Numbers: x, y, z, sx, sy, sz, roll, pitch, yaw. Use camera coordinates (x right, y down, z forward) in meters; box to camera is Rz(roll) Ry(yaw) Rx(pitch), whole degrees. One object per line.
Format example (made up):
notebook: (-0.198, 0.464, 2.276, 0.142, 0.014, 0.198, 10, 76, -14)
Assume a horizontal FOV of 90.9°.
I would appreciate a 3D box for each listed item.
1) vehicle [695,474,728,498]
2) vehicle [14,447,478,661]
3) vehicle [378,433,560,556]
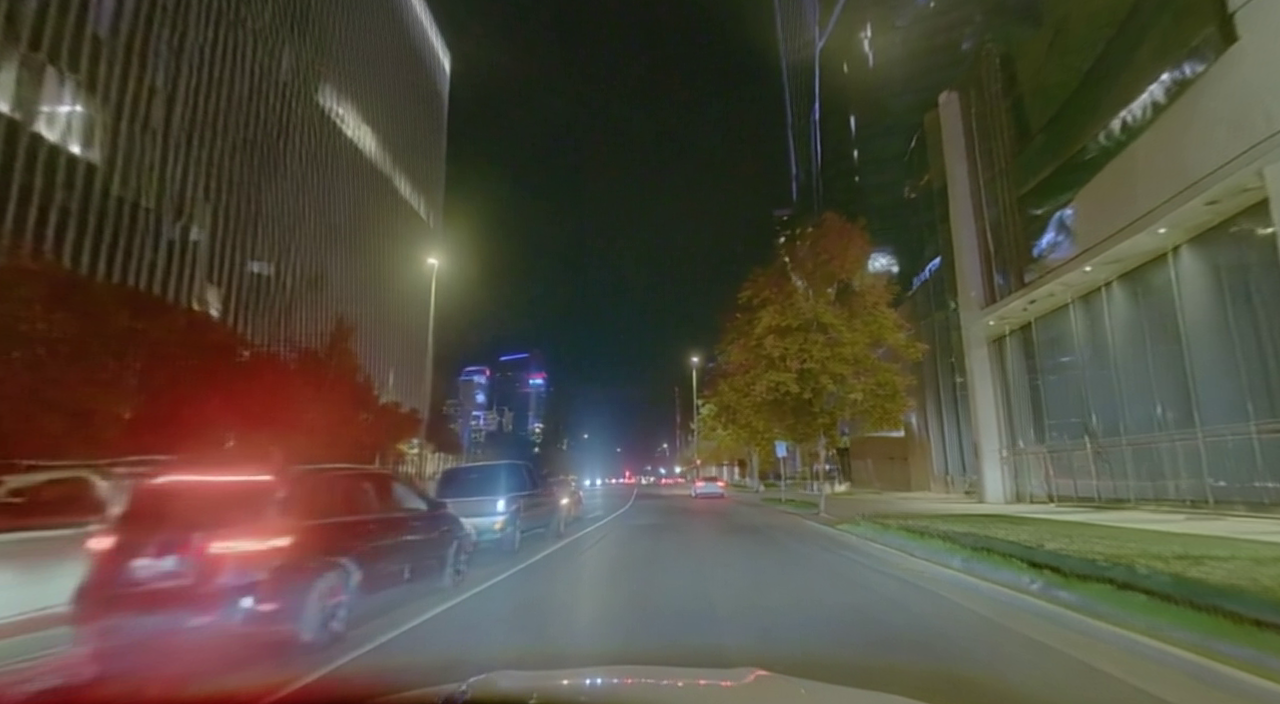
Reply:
vehicle: (4.635, 8.777, 41.526, 1.899, 1.470, 3.666, 0, -11, 2)
vehicle: (-3.463, 1.911, 6.922, 1.853, 1.495, 4.632, -2, -11, 4)
vehicle: (-3.228, 2.888, 13.216, 2.148, 2.024, 4.884, 0, -11, 3)
